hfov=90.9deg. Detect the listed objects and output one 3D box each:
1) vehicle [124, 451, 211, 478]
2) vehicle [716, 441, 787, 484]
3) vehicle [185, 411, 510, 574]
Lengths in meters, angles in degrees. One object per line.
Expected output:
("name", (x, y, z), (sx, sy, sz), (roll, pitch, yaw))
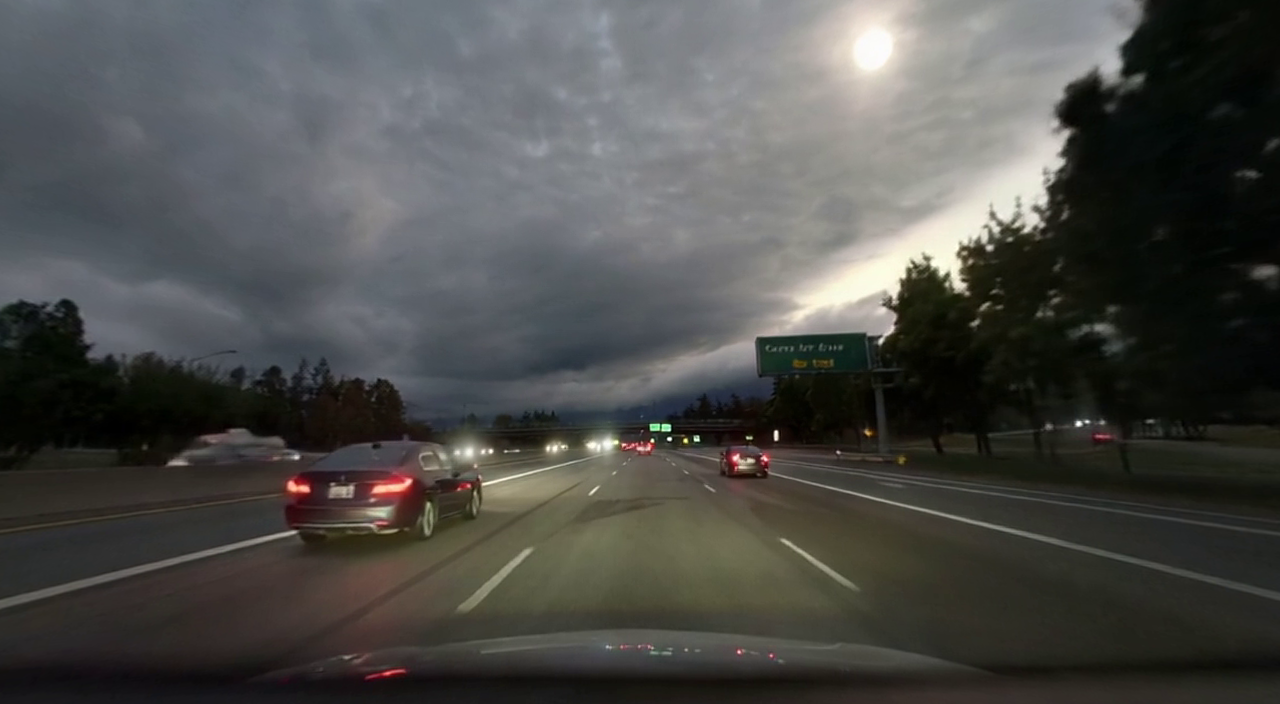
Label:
("vehicle", (-28.670, 6.838, 38.479), (1.836, 1.466, 4.382), (0, -8, 1))
("vehicle", (4.148, 4.161, 24.181), (1.908, 1.483, 4.259), (0, -8, -1))
("vehicle", (-3.609, 1.844, 9.189), (2.259, 1.706, 4.924), (0, -8, 2))
